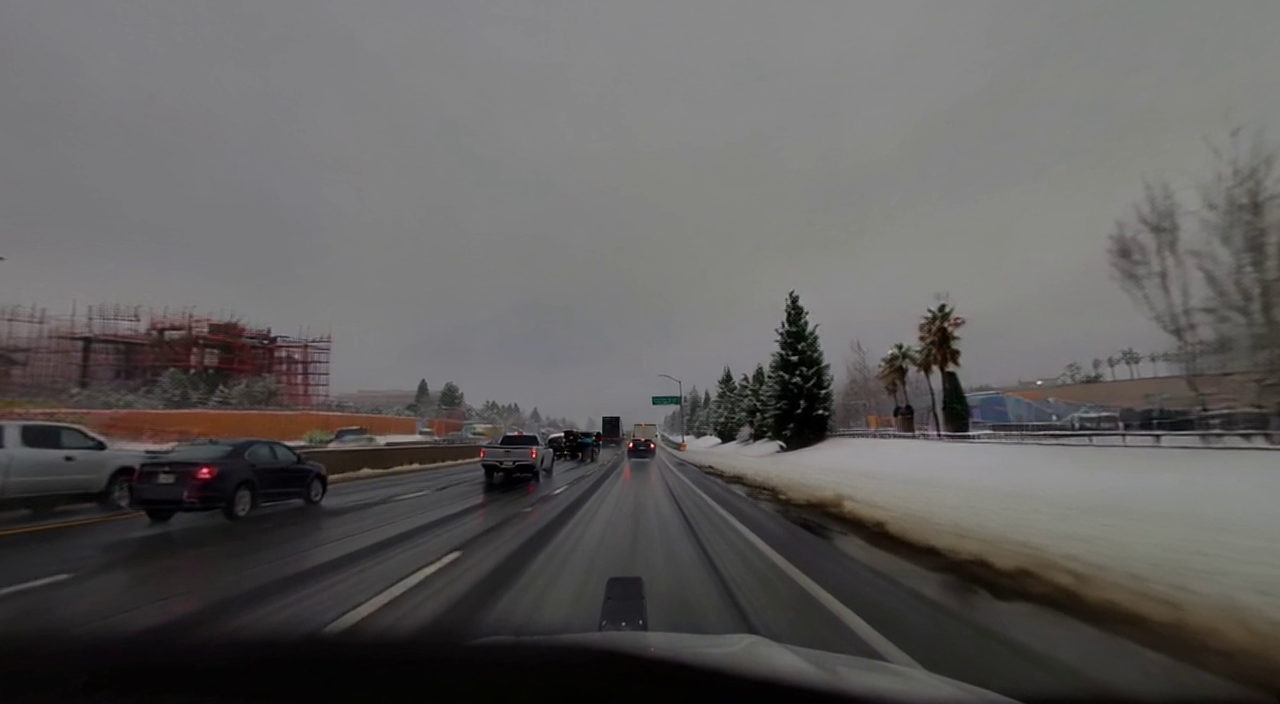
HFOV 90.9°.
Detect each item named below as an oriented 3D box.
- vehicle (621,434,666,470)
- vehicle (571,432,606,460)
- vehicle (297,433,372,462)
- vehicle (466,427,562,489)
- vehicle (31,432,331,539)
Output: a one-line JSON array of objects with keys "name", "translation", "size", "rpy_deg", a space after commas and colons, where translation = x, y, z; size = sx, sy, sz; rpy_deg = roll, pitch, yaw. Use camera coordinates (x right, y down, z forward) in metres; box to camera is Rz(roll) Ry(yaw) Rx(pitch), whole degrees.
[{"name": "vehicle", "translation": [0.174, 5.098, 32.253], "size": [2.136, 1.678, 4.052], "rpy_deg": [0, -8, 0]}, {"name": "vehicle", "translation": [-3.826, 7.136, 48.014], "size": [2.203, 1.958, 4.848], "rpy_deg": [0, -8, 1]}, {"name": "vehicle", "translation": [-19.473, 6.088, 40.498], "size": [2.059, 1.710, 5.208], "rpy_deg": [-1, -8, 3]}, {"name": "vehicle", "translation": [-3.893, 3.376, 20.421], "size": [2.108, 1.740, 4.549], "rpy_deg": [0, -8, 1]}, {"name": "vehicle", "translation": [-7.539, 2.195, 11.101], "size": [1.949, 1.476, 4.410], "rpy_deg": [0, -8, 0]}]
